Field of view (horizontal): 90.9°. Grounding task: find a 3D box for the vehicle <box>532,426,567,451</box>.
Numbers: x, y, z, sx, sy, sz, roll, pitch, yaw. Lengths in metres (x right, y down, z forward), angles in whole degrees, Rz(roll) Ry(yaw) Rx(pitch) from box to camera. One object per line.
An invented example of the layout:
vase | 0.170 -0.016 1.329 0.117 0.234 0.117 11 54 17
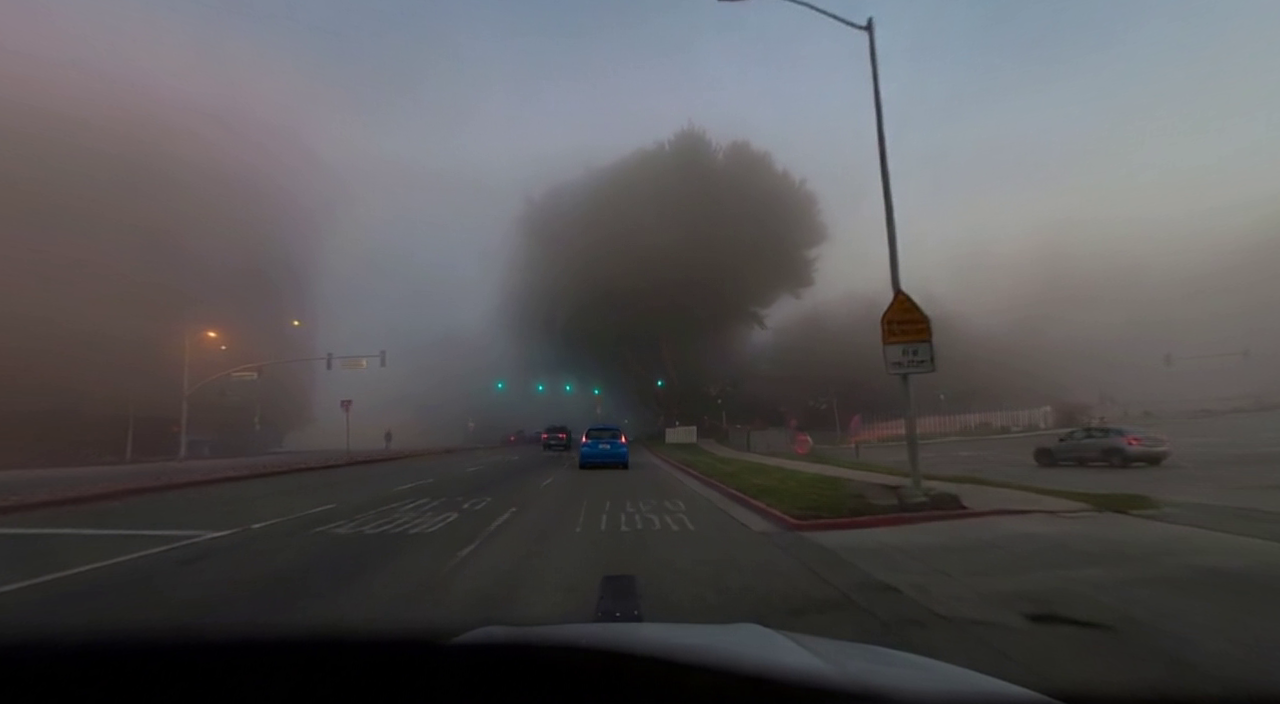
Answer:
vehicle | -5.719 5.506 40.112 2.023 1.485 3.721 0 -8 -6

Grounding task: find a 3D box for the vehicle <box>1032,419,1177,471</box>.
vehicle | 19.225 3.994 26.444 1.932 1.762 4.835 0 -13 -7

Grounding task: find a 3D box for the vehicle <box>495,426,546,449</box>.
vehicle | -9.219 6.657 49.056 1.994 1.717 4.380 -3 -8 18

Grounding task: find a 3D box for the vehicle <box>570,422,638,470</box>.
vehicle | -1.275 3.398 23.030 2.231 1.572 4.227 0 -8 -2
